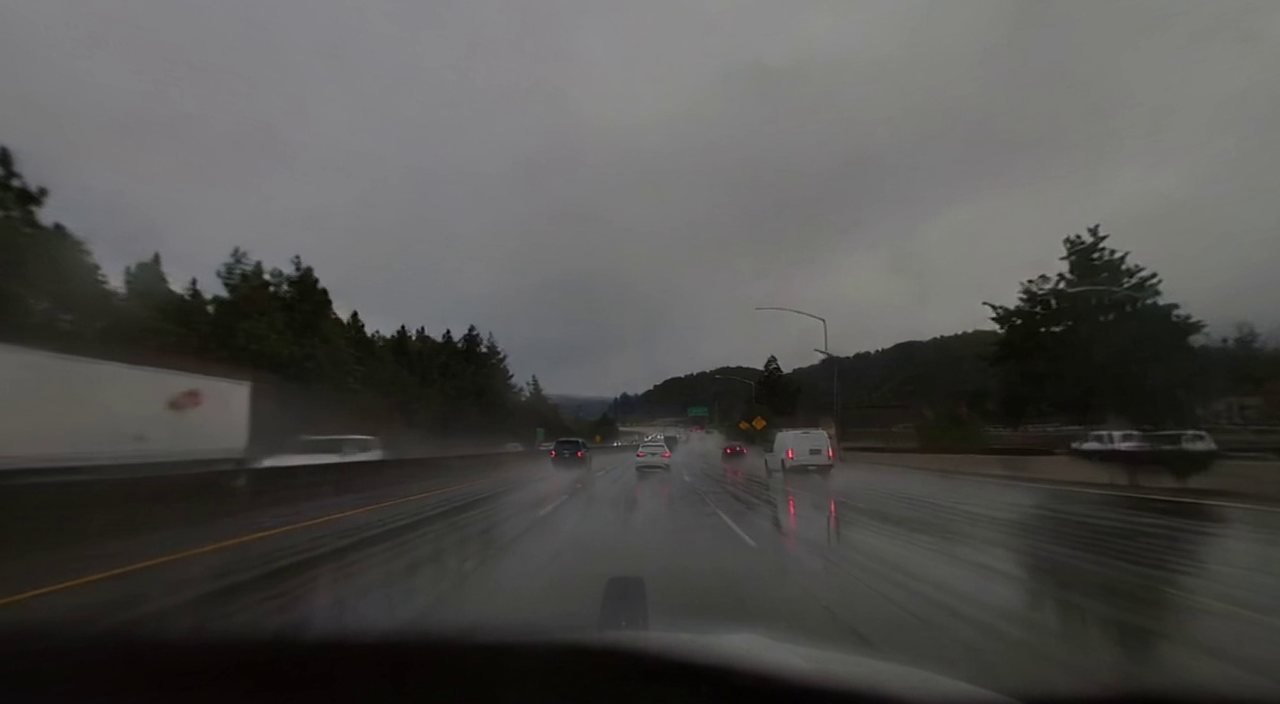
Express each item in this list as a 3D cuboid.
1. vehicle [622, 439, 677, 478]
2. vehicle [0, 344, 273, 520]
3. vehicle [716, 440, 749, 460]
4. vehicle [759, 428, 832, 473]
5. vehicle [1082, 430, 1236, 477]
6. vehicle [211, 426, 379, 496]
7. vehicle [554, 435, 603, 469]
[{"bbox_3d":[0.366,4.314,25.867,2.071,1.464,4.162,0,-8,0],"label":"vehicle"},{"bbox_3d":[-16.323,2.538,19.177,2.834,4.050,12.376,0,-8,0],"label":"vehicle"},{"bbox_3d":[7.189,7.670,49.416,1.894,1.511,4.148,0,-8,-1],"label":"vehicle"},{"bbox_3d":[7.238,4.632,29.905,2.094,1.916,5.099,0,-8,0],"label":"vehicle"},{"bbox_3d":[20.257,3.980,24.954,1.912,1.652,4.601,0,-8,-5],"label":"vehicle"},{"bbox_3d":[-9.284,2.968,17.568,1.969,1.668,4.739,0,-8,0],"label":"vehicle"},{"bbox_3d":[-3.290,5.425,34.380,2.140,1.720,4.410,0,-8,1],"label":"vehicle"}]
